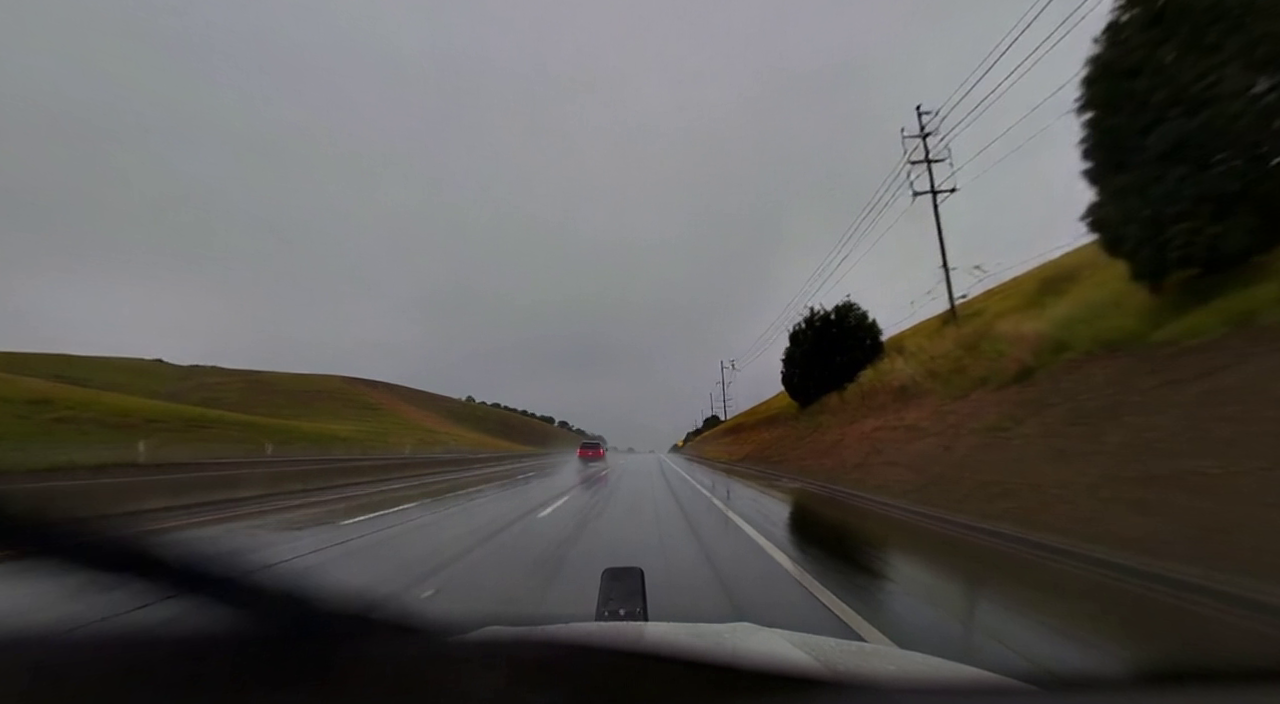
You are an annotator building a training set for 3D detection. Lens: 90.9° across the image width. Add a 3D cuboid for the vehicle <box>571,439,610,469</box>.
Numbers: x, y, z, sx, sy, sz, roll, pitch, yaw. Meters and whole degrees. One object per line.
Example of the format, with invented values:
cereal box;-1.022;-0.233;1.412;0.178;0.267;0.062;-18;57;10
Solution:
vehicle;-3.197;6.687;41.603;2.136;1.845;4.515;-1;-8;1
